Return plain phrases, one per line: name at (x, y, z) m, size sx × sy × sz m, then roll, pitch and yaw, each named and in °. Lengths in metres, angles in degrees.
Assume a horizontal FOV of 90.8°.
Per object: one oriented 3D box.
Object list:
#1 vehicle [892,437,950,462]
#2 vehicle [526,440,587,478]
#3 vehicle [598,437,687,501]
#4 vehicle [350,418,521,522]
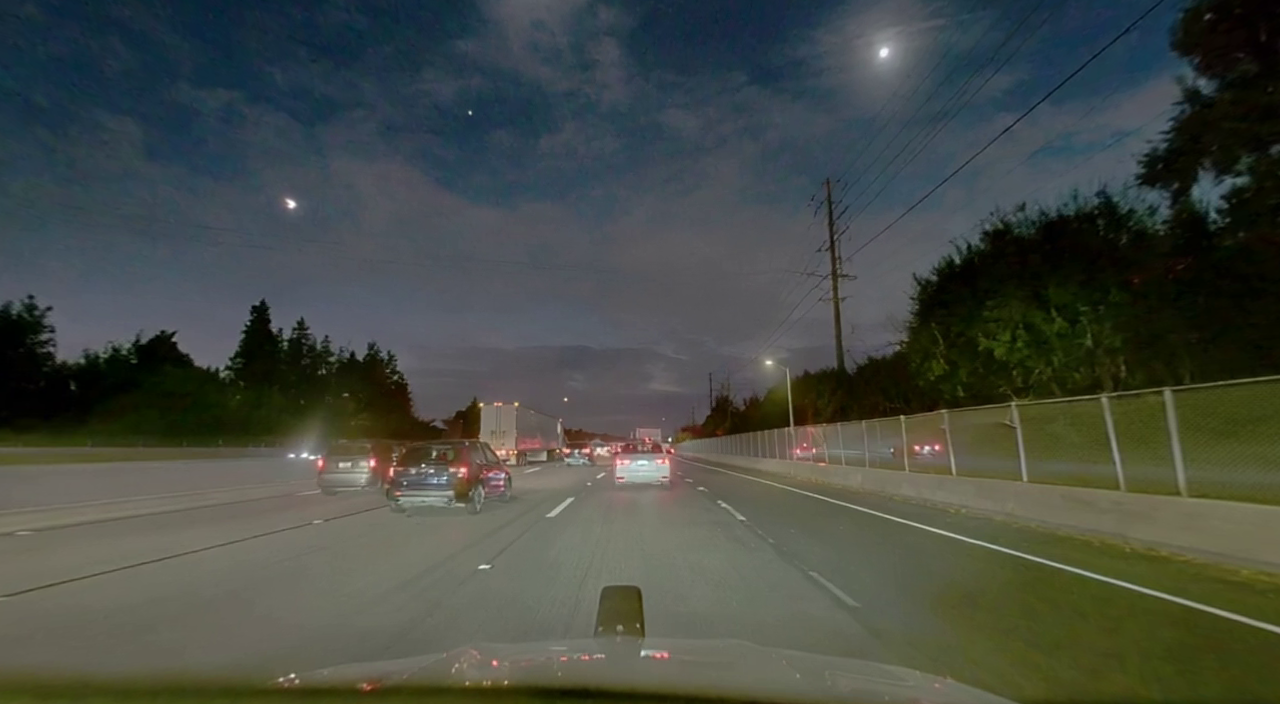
vehicle at (18.546, 6.468, 41.908) m, size 1.936 × 1.591 × 4.362 m, roll 0°, pitch -8°, yaw 2°
vehicle at (-3.426, 4.489, 26.758) m, size 1.870 × 1.485 × 4.304 m, roll 0°, pitch -9°, yaw 2°
vehicle at (0.057, 3.042, 16.794) m, size 2.089 × 1.477 × 3.818 m, roll 0°, pitch -9°, yaw 0°
vehicle at (-3.814, 2.283, 12.708) m, size 1.923 × 1.716 × 4.289 m, roll 0°, pitch -9°, yaw 1°
